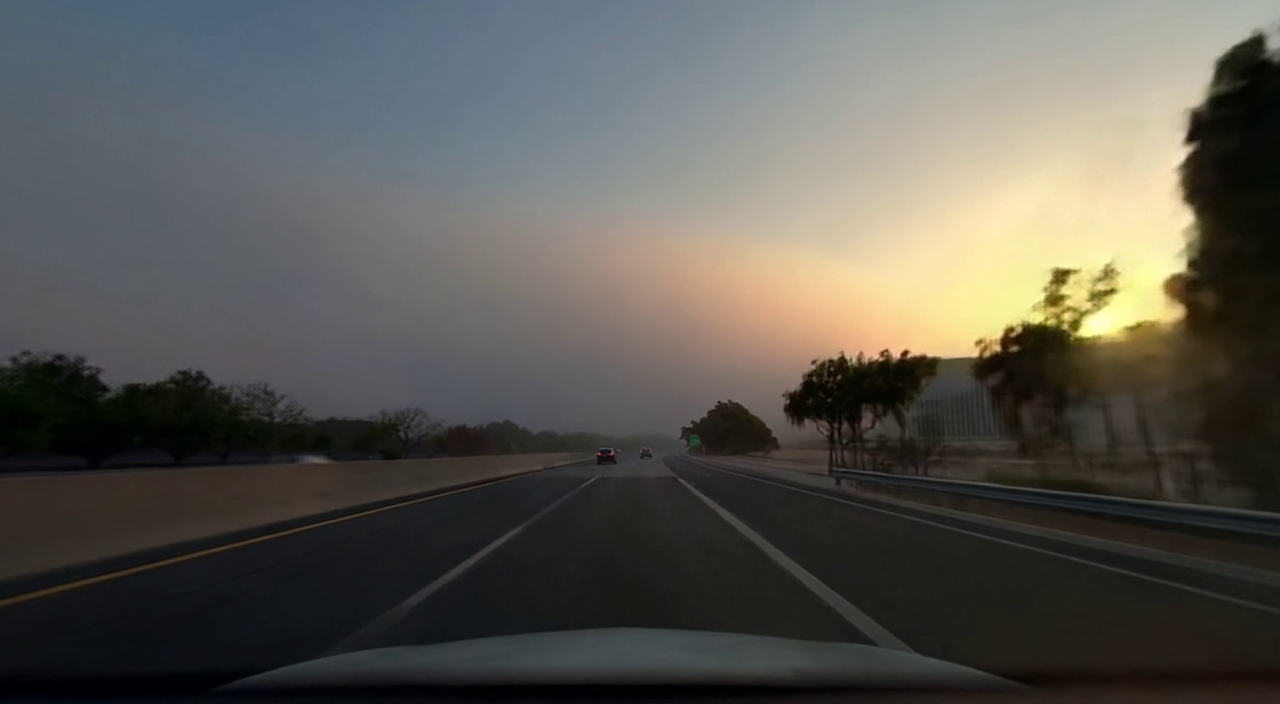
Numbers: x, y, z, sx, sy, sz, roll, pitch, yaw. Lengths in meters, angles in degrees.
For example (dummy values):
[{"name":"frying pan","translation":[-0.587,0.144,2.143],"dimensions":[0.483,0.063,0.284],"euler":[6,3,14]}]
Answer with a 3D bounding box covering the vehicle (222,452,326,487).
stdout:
[{"name":"vehicle","translation":[-16.997,5.453,29.427],"dimensions":[2.097,1.498,4.604],"euler":[-1,-9,1]}]
